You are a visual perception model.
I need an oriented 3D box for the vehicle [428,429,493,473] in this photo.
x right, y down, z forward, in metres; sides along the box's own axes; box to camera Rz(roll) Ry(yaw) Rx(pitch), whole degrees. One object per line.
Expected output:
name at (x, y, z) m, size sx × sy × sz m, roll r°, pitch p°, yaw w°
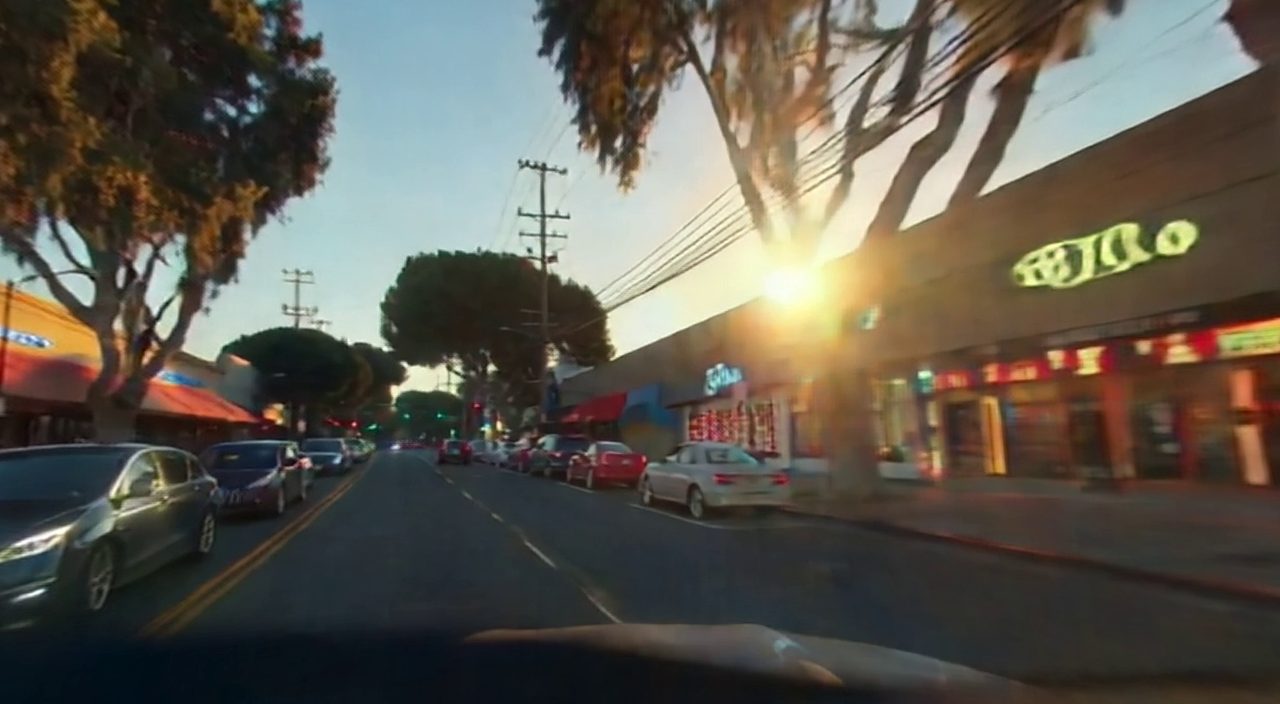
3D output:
vehicle at (-8.537, 4.632, 29.786) m, size 2.440 × 1.882 × 4.611 m, roll 3°, pitch -9°, yaw -21°

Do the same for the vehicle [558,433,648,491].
vehicle at (-1.340, 3.615, 21.168) m, size 1.882 × 1.704 × 4.055 m, roll 3°, pitch -9°, yaw -20°

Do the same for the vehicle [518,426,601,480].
vehicle at (-3.437, 4.126, 26.070) m, size 2.243 × 1.992 × 5.087 m, roll 3°, pitch -9°, yaw -21°

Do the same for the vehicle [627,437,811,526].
vehicle at (1.434, 2.664, 13.762) m, size 2.059 × 1.550 × 4.703 m, roll 3°, pitch -9°, yaw -20°

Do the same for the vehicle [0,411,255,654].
vehicle at (-5.649, 1.527, 6.340) m, size 2.087 × 1.646 × 4.563 m, roll 3°, pitch -9°, yaw -20°

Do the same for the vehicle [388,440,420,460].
vehicle at (-17.508, 7.258, 46.786) m, size 2.050 × 1.400 × 4.666 m, roll 3°, pitch -9°, yaw -21°
